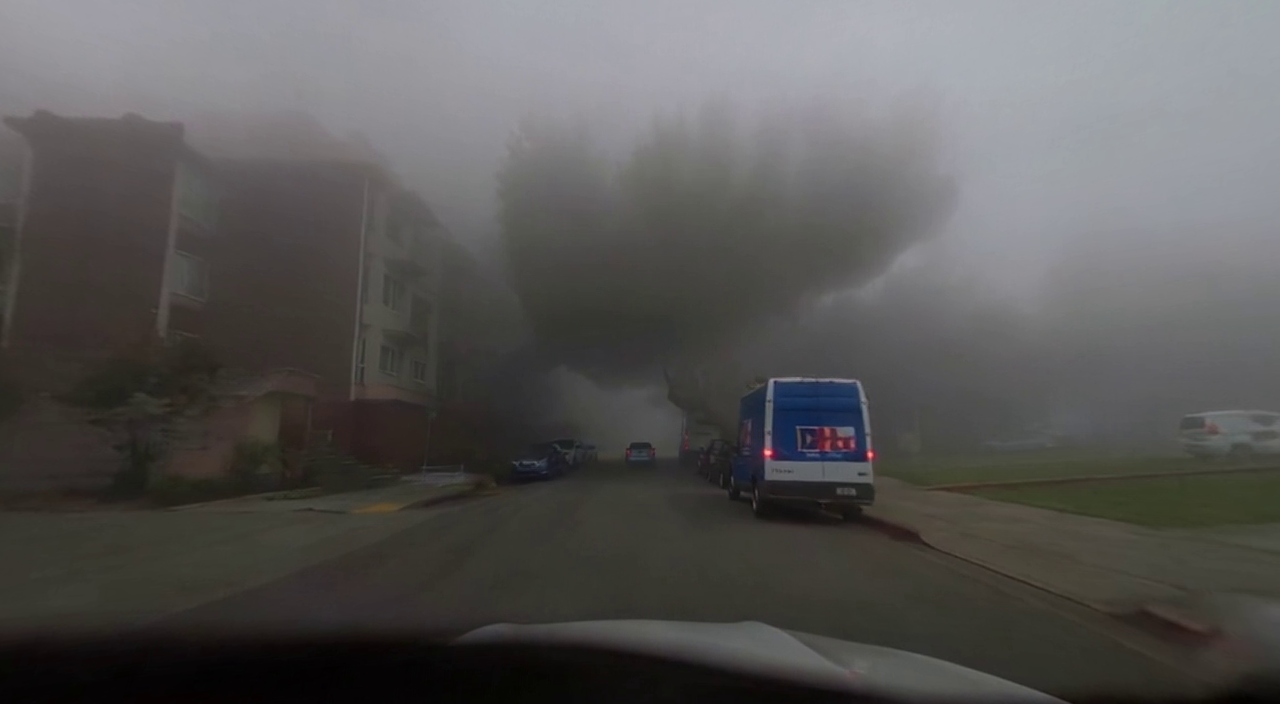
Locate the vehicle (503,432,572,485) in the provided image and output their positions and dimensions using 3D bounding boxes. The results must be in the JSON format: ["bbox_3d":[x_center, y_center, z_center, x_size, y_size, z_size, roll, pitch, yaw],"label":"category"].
[{"bbox_3d":[-3.910,4.088,24.705,1.951,1.662,4.046,0,-4,1],"label":"vehicle"}]

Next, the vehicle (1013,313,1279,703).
[{"bbox_3d":[2.842,0.613,0.749,2.045,1.728,4.446,0,-8,0],"label":"vehicle"}]

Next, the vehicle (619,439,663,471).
[{"bbox_3d":[0.087,5.096,31.310,2.095,1.510,3.605,0,-8,1],"label":"vehicle"}]

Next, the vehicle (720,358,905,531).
[{"bbox_3d":[3.204,1.922,13.323,2.245,2.843,5.762,0,-8,0],"label":"vehicle"}]
